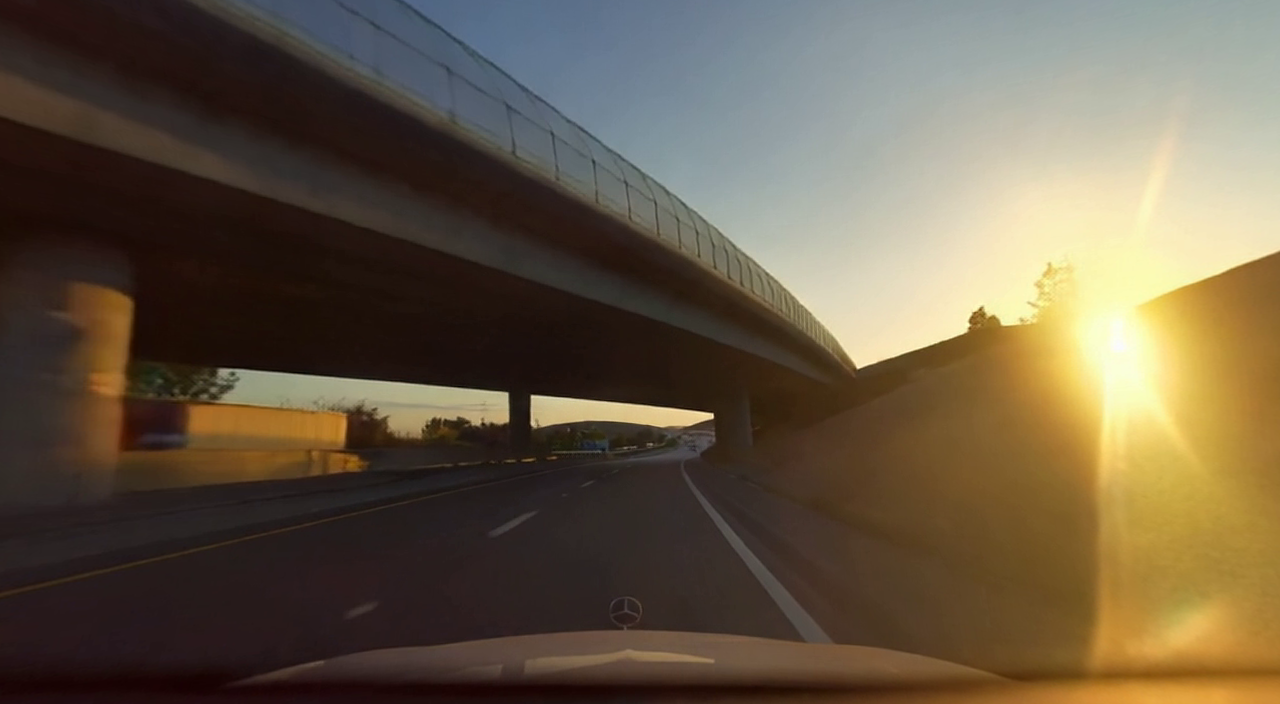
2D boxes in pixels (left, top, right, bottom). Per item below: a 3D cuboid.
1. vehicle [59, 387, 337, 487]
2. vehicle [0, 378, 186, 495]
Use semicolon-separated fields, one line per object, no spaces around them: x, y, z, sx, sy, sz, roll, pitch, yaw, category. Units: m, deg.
-22.841;4.871;35.245;2.906;4.213;16.623;-1;-9;3;vehicle
-23.348;3.519;25.735;3.037;3.998;8.244;-1;-9;3;vehicle
